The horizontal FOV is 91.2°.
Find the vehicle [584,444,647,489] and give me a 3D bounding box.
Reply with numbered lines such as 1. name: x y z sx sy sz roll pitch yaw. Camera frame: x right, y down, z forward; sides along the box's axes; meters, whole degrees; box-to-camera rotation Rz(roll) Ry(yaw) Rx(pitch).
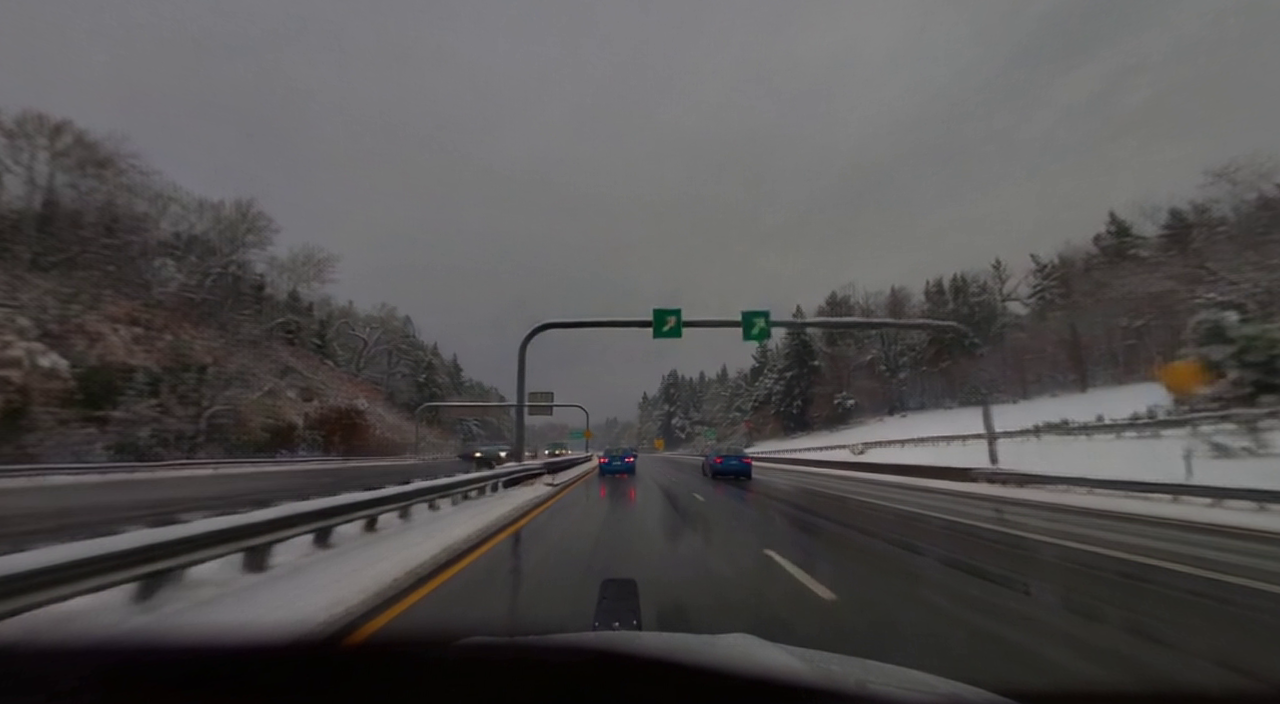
1. vehicle: -0.866 4.243 23.535 2.128 1.516 4.410 0 -9 -1

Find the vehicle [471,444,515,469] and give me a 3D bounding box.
1. vehicle: -9.595 6.853 41.281 1.933 1.510 4.352 0 -9 -2

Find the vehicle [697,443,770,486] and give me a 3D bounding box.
1. vehicle: 3.694 4.540 25.584 2.300 1.595 4.144 -1 -9 0
